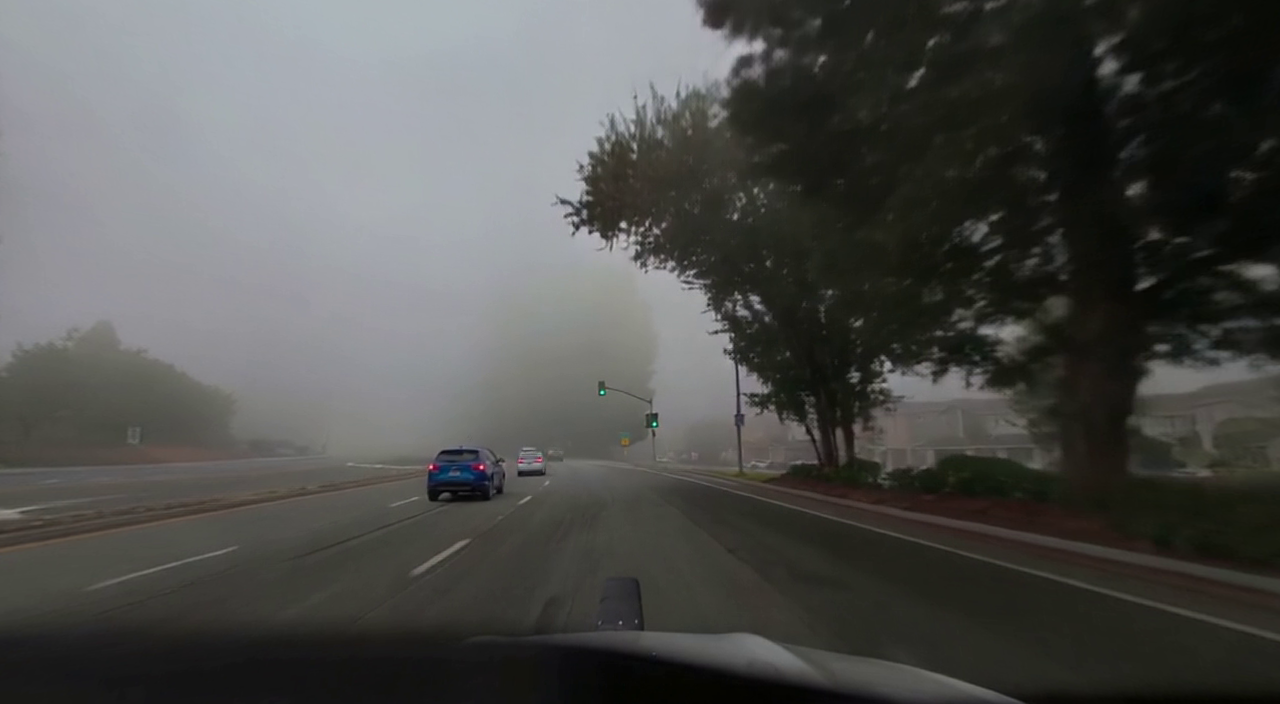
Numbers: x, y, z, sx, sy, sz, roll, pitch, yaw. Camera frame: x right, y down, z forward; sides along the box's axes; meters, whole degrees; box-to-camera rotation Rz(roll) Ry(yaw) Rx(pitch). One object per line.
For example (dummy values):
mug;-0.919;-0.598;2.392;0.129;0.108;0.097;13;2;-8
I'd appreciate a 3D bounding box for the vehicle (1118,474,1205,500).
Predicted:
vehicle;35.570;9.204;43.245;1.792;1.475;4.462;1;-8;-8

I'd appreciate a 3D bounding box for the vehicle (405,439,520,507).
vehicle;-4.760;3.288;17.710;2.098;1.613;4.606;0;-8;-3

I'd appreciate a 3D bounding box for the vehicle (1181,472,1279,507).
vehicle;36.132;8.200;38.007;1.953;1.686;5.424;1;-8;-6

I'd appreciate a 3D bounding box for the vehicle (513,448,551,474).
vehicle;-6.518;6.572;38.406;1.904;1.476;3.736;0;-8;-5
